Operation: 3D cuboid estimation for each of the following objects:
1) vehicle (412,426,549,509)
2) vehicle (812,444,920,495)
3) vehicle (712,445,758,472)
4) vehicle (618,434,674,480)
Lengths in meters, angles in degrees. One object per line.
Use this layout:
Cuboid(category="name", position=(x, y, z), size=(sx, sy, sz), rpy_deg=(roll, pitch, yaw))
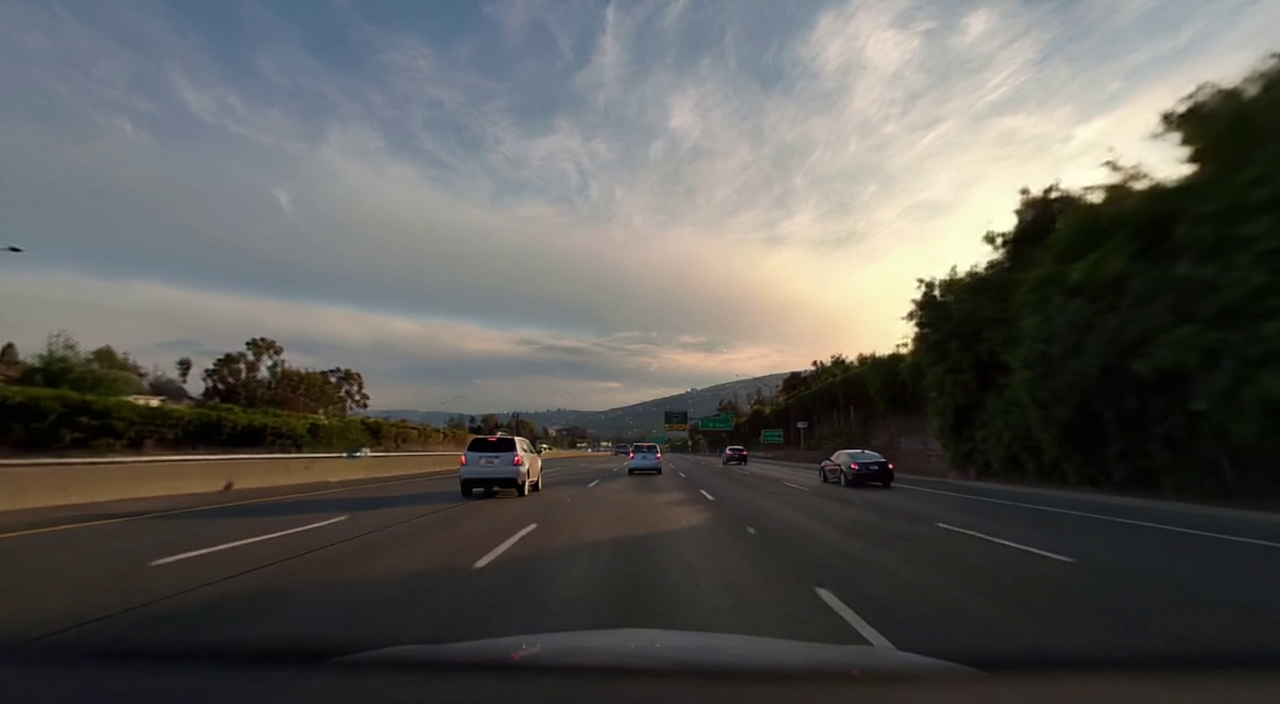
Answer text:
Cuboid(category="vehicle", position=(-3.725, 2.798, 15.644), size=(2.142, 1.759, 4.297), rpy_deg=(0, -9, 2))
Cuboid(category="vehicle", position=(7.185, 3.765, 20.564), size=(1.936, 1.480, 4.373), rpy_deg=(0, -9, 0))
Cuboid(category="vehicle", position=(5.503, 6.236, 37.085), size=(2.005, 1.456, 4.287), rpy_deg=(0, -9, 0))
Cuboid(category="vehicle", position=(0.289, 4.672, 28.172), size=(2.270, 1.862, 4.949), rpy_deg=(0, -9, 1))
